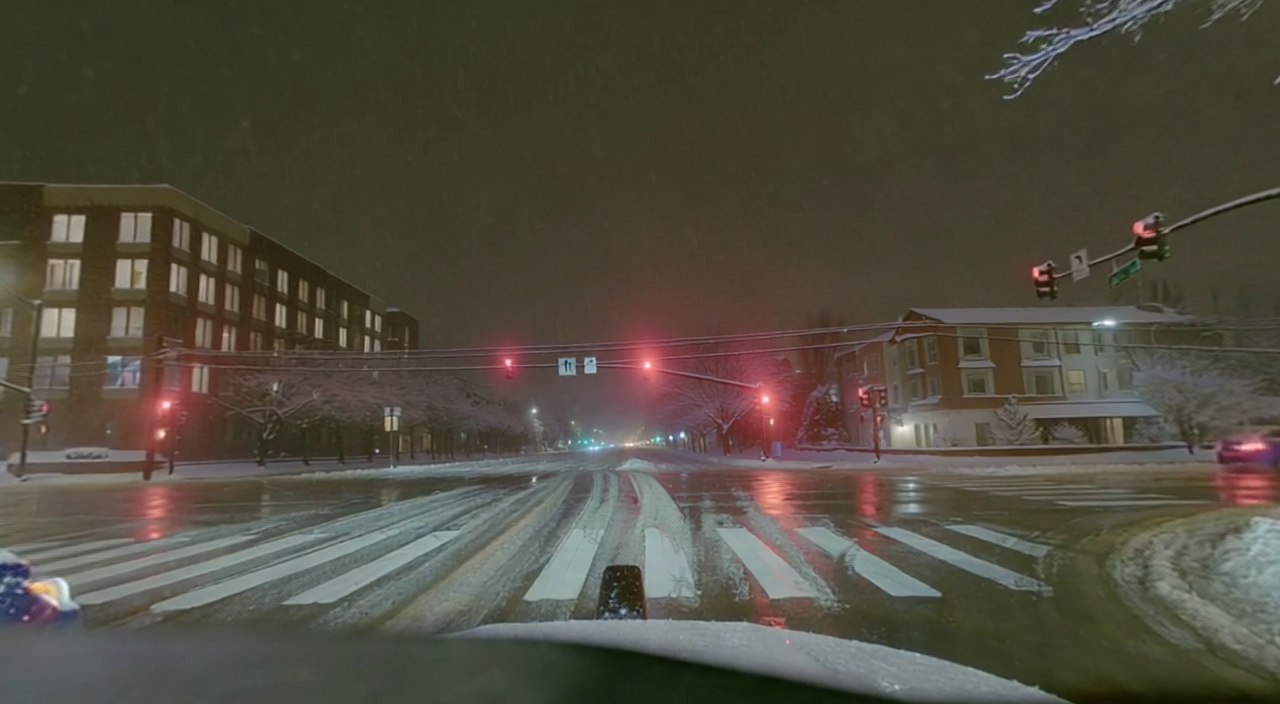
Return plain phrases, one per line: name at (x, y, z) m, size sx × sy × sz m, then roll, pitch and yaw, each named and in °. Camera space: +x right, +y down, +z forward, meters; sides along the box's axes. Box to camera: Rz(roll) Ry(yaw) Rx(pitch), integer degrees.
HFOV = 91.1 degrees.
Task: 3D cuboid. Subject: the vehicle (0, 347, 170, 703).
vehicle at (-3.632, 0.615, 1.062) m, size 2.109 × 1.692 × 4.587 m, roll 0°, pitch -8°, yaw 0°
